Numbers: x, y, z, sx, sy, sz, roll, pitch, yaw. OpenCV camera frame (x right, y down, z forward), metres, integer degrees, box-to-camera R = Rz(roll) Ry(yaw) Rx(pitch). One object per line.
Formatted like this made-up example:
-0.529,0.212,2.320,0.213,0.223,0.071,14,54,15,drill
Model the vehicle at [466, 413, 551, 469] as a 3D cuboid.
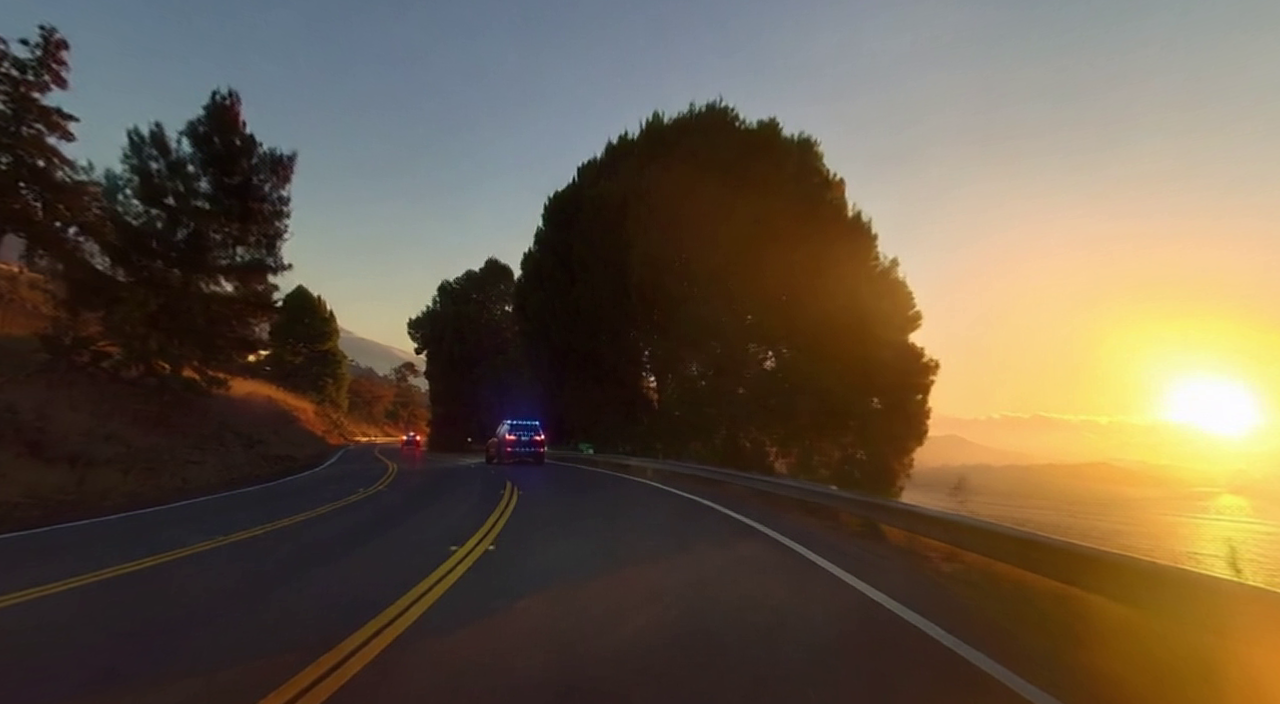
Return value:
-5.479,3.635,25.639,2.500,1.961,5.637,4,-9,-20,vehicle
